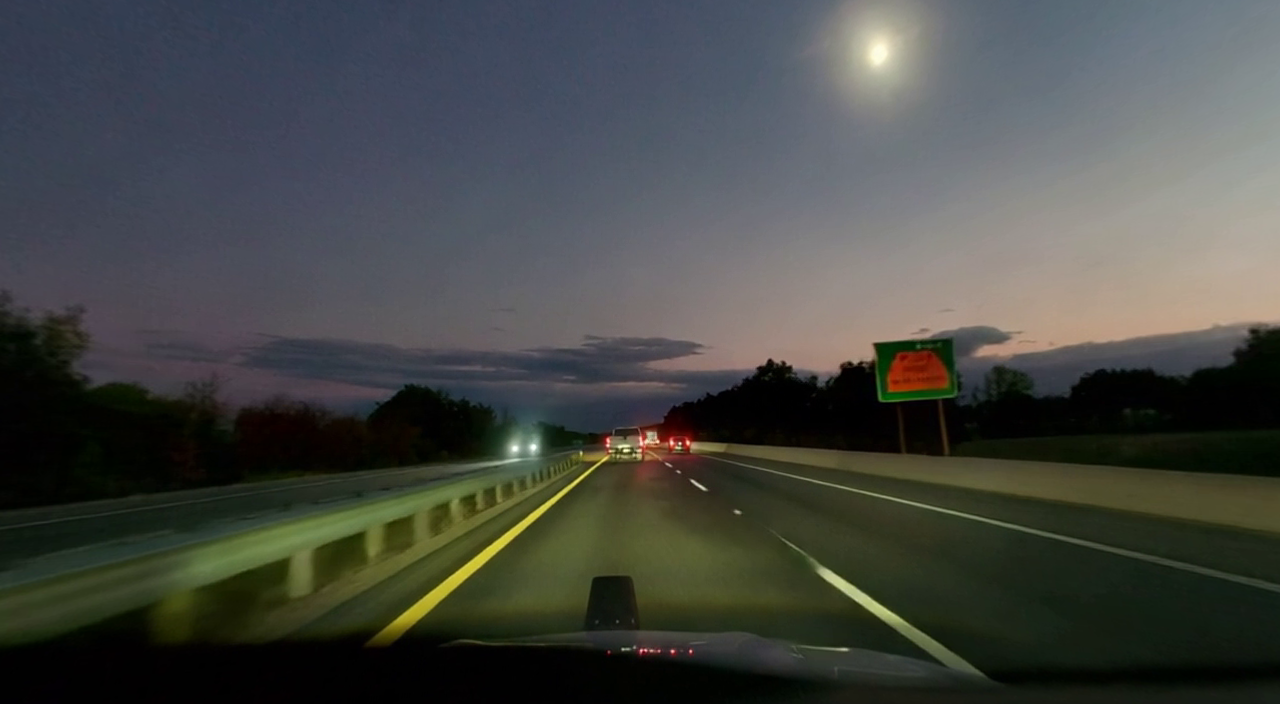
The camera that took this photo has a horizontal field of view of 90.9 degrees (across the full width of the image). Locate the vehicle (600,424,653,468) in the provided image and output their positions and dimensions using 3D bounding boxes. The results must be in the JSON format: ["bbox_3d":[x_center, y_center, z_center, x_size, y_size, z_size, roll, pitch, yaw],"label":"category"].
[{"bbox_3d":[-0.692,4.744,32.021,2.503,2.044,4.633,0,-8,-1],"label":"vehicle"}]
